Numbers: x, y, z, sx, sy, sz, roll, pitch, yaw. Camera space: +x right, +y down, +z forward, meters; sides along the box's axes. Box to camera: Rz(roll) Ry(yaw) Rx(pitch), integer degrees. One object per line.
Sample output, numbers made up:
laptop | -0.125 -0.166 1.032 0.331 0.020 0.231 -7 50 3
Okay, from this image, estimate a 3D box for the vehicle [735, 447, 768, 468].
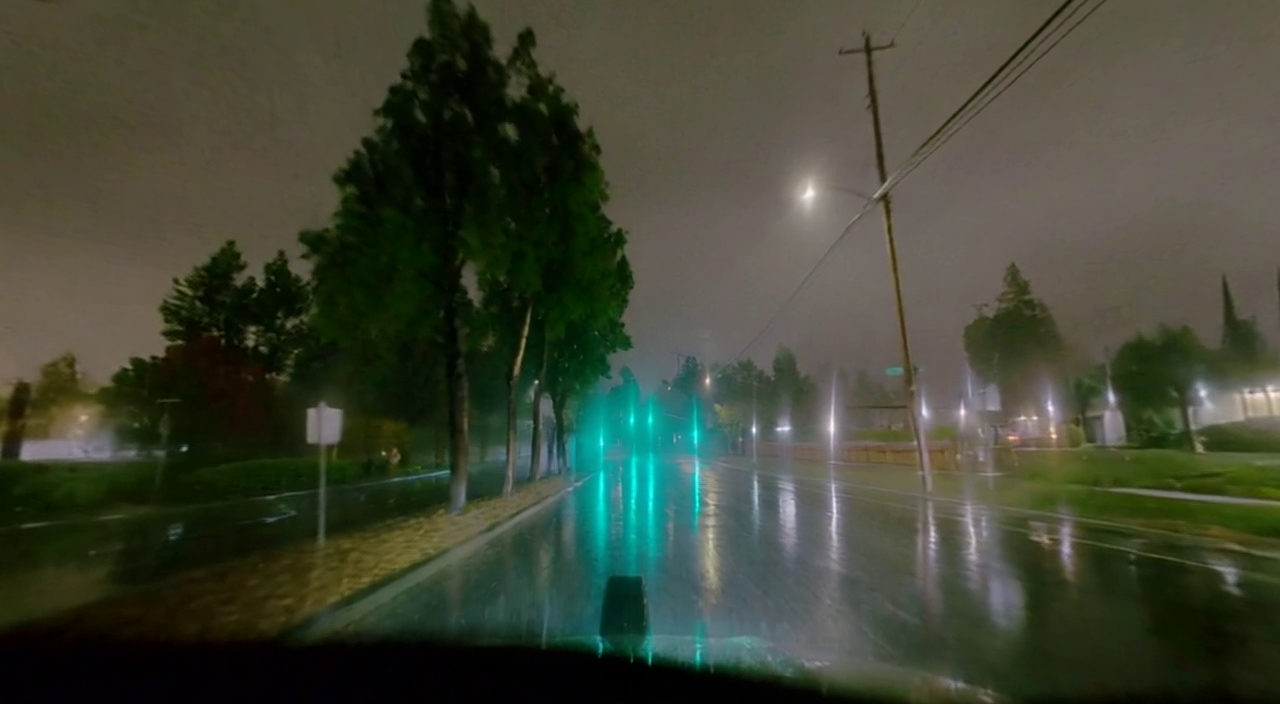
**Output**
vehicle | 8.460 8.029 48.137 1.868 1.437 4.254 -1 -8 3
